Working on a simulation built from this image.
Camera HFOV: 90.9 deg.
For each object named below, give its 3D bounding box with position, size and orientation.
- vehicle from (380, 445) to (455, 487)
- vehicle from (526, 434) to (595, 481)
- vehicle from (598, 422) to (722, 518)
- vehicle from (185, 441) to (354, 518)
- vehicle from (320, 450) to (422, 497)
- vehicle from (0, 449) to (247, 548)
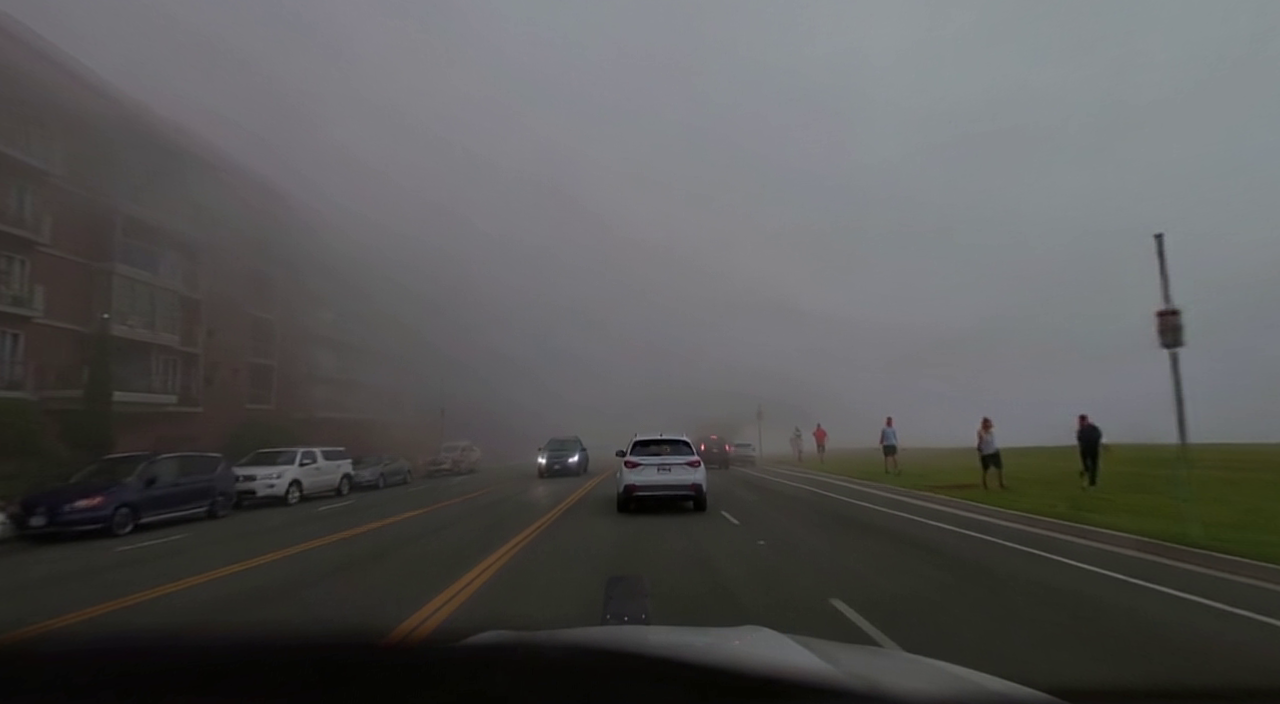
[{"bbox_3d":[-10.286,5.284,29.522,1.897,1.695,4.431,-1,-8,0],"label":"vehicle"},{"bbox_3d":[-3.057,4.189,25.270,2.086,1.702,4.451,0,-9,1],"label":"vehicle"},{"bbox_3d":[0.323,2.324,12.819,2.132,1.632,3.838,0,-9,0],"label":"vehicle"},{"bbox_3d":[-10.318,3.522,18.111,1.940,1.816,4.721,-1,-7,1],"label":"vehicle"},{"bbox_3d":[-10.169,4.595,24.248,1.860,1.487,4.658,-1,-8,0],"label":"vehicle"},{"bbox_3d":[-10.420,2.831,12.915,1.869,1.647,4.281,0,-9,1],"label":"vehicle"}]
